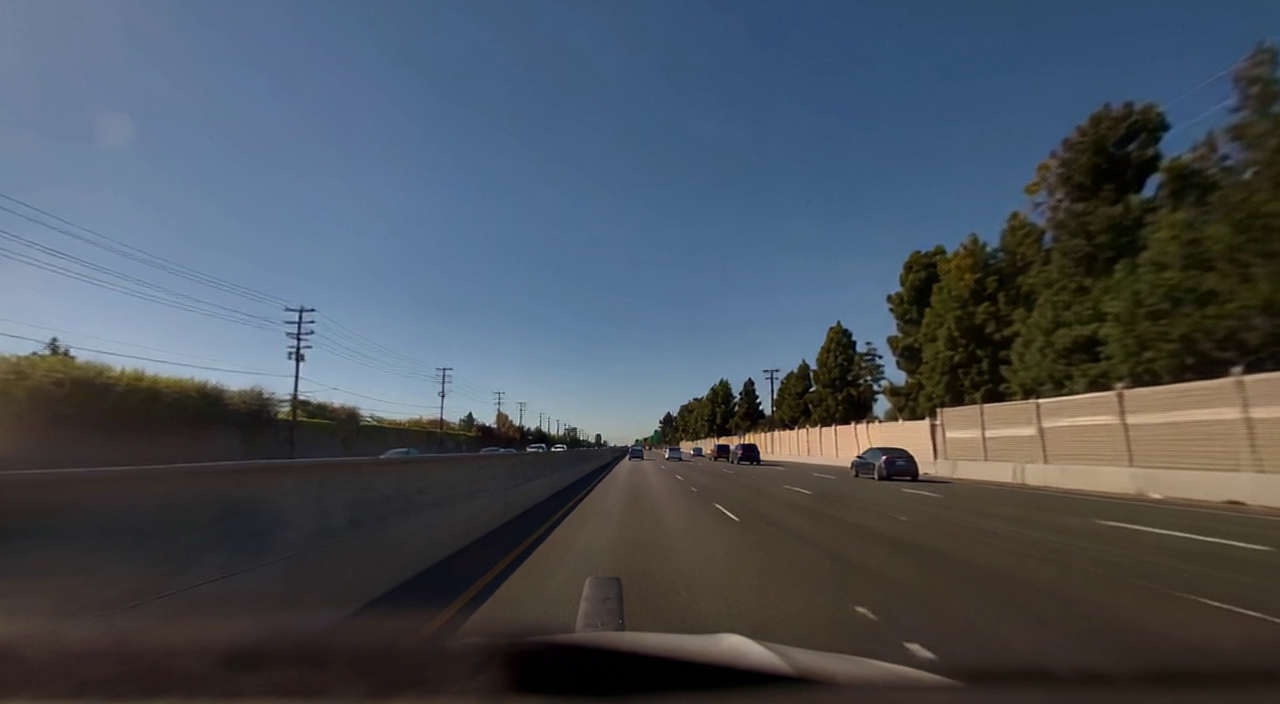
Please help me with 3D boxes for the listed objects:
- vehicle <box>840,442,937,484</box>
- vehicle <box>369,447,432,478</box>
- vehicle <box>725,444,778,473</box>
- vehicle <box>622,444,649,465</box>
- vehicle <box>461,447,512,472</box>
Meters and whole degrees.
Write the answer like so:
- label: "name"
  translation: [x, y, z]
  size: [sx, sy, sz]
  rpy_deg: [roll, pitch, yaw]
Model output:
- label: "vehicle"
  translation: [9.733, 4.361, 25.199]
  size: [1.969, 1.506, 4.422]
  rpy_deg: [0, -8, -1]
- label: "vehicle"
  translation: [-13.220, 6.097, 35.129]
  size: [1.843, 1.602, 4.040]
  rpy_deg: [0, -8, 0]
- label: "vehicle"
  translation: [6.298, 6.051, 36.270]
  size: [2.069, 1.520, 4.614]
  rpy_deg: [0, -8, -1]
- label: "vehicle"
  translation: [-0.362, 8.034, 49.622]
  size: [1.993, 1.506, 3.883]
  rpy_deg: [0, -8, -1]
- label: "vehicle"
  translation: [-10.111, 7.100, 41.970]
  size: [2.259, 1.507, 4.362]
  rpy_deg: [0, -8, 0]
